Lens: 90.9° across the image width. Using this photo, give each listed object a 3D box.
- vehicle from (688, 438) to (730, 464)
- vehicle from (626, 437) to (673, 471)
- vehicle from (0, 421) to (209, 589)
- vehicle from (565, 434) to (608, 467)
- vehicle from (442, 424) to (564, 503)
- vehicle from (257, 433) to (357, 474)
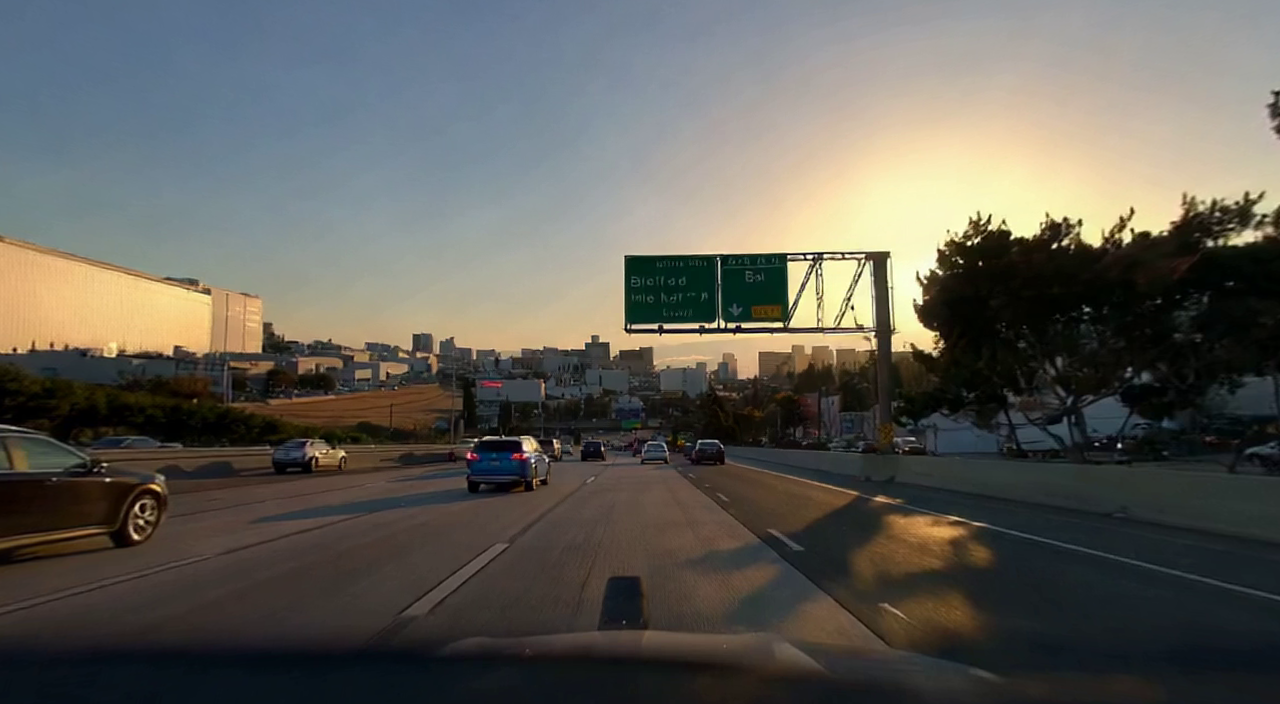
[{"bbox_3d":[4.116,5.994,38.368,1.980,1.492,4.442,0,-8,-1],"label":"vehicle"},{"bbox_3d":[0.408,4.786,29.717,2.090,1.474,3.970,0,-8,0],"label":"vehicle"},{"bbox_3d":[-6.620,1.476,6.349,1.831,1.486,3.778,0,-8,1],"label":"vehicle"},{"bbox_3d":[-2.961,5.557,35.847,2.007,1.730,4.412,0,-8,0],"label":"vehicle"},{"bbox_3d":[-3.204,2.721,15.798,1.961,1.687,4.453,0,-8,1],"label":"vehicle"},{"bbox_3d":[-15.024,4.601,28.766,2.011,1.708,4.556,0,-8,0],"label":"vehicle"}]
